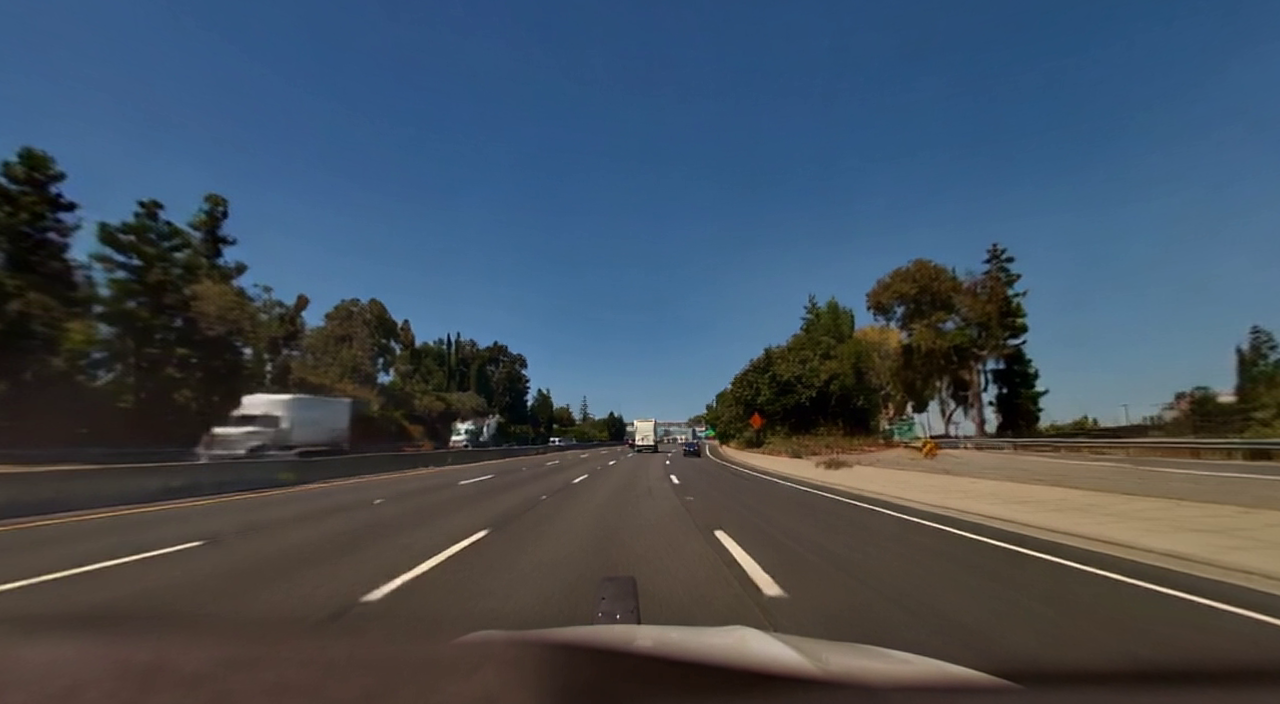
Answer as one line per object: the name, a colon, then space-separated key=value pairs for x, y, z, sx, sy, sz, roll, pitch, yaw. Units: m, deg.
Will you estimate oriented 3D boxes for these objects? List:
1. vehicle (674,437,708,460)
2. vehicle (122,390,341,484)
vehicle: x=3.535 y=6.753 z=44.355 sx=2.069 sy=1.476 sz=4.197 roll=0 pitch=-8 yaw=0
vehicle: x=-12.093 y=2.640 z=19.608 sx=2.324 sy=2.410 sz=6.566 roll=0 pitch=-8 yaw=1
